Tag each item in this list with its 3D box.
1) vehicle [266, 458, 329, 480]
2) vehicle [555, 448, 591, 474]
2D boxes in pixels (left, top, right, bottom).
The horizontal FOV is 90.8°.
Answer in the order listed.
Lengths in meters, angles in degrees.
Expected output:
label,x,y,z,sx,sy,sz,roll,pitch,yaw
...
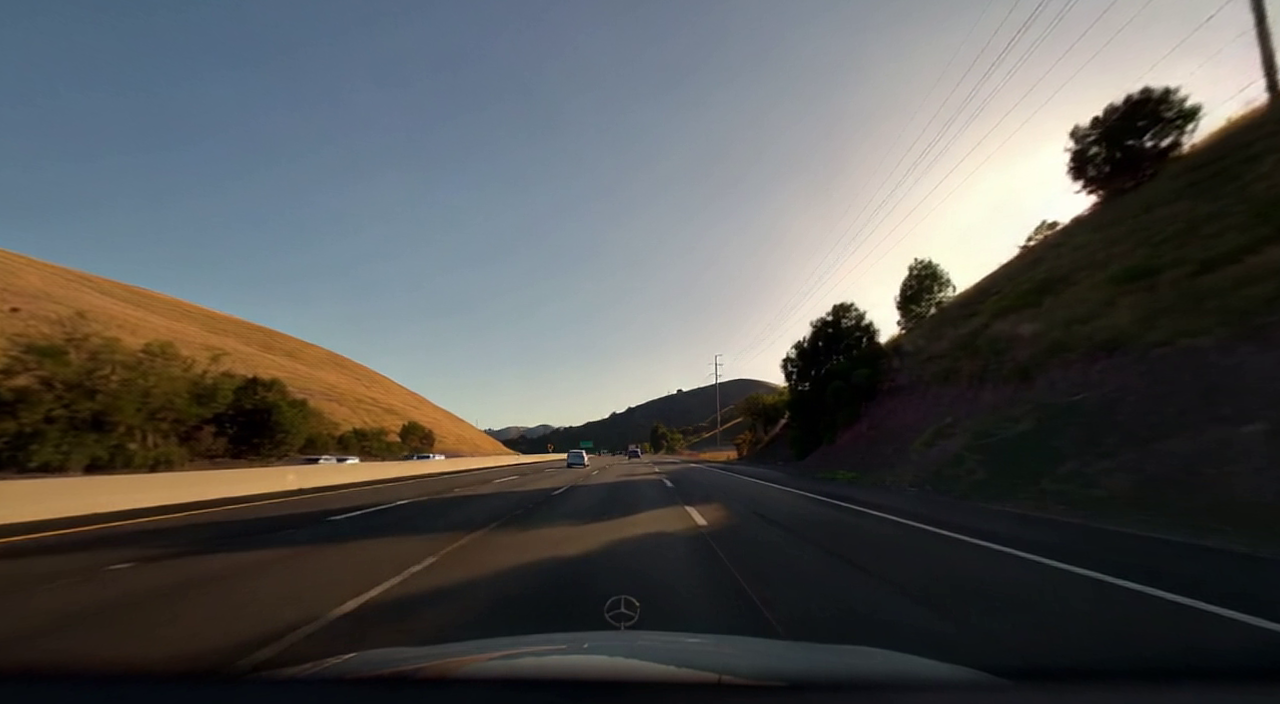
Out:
label,x,y,z,sx,sy,sz,roll,pitch,yaw
vehicle,-25.750,8.786,47.658,2.040,1.498,4.714,-1,-9,1
vehicle,-4.246,6.970,40.570,1.924,1.511,4.079,0,-9,0
